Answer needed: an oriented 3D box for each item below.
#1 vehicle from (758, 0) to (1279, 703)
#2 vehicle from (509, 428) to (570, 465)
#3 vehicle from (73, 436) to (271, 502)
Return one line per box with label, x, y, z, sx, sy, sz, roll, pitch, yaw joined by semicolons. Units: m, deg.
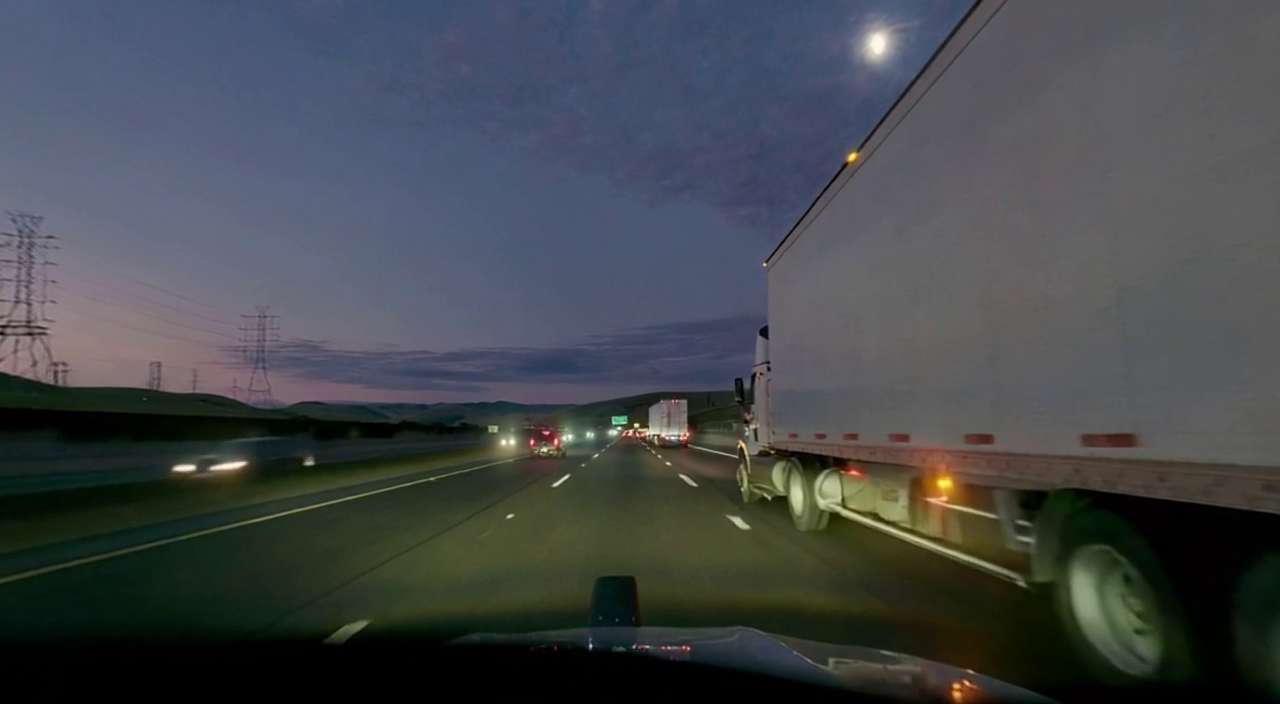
vehicle;3.689;-0.063;4.973;3.060;3.842;11.095;0;-8;-2
vehicle;-4.346;4.162;27.905;1.965;1.486;4.448;0;-8;0
vehicle;-11.812;2.934;16.365;1.879;1.472;4.325;0;-8;-1
